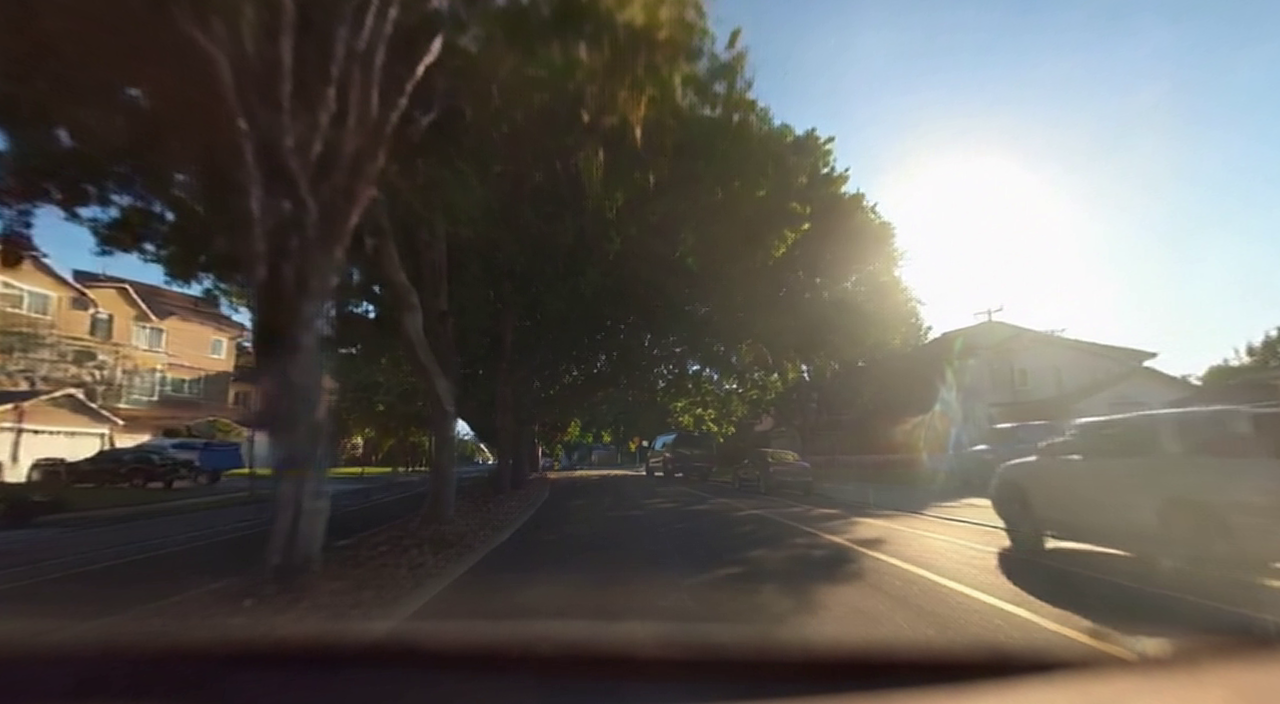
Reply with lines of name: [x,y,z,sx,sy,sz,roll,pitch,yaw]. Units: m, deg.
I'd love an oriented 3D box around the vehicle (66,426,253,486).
vehicle: [-20.146,4.402,26.845,5.680,2.354,2.326,2,-10,-13]

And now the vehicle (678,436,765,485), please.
vehicle: [3.798,5.281,31.204,2.670,2.085,6.775,1,-9,-7]

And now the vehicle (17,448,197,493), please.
vehicle: [-19.168,4.253,22.969,4.502,1.511,1.939,2,-9,-12]

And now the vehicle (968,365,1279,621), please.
vehicle: [6.421,1.501,7.441,2.305,2.111,4.965,0,-9,-1]

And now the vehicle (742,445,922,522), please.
vehicle: [4.882,3.394,17.133,2.713,1.671,4.939,1,-8,-9]
